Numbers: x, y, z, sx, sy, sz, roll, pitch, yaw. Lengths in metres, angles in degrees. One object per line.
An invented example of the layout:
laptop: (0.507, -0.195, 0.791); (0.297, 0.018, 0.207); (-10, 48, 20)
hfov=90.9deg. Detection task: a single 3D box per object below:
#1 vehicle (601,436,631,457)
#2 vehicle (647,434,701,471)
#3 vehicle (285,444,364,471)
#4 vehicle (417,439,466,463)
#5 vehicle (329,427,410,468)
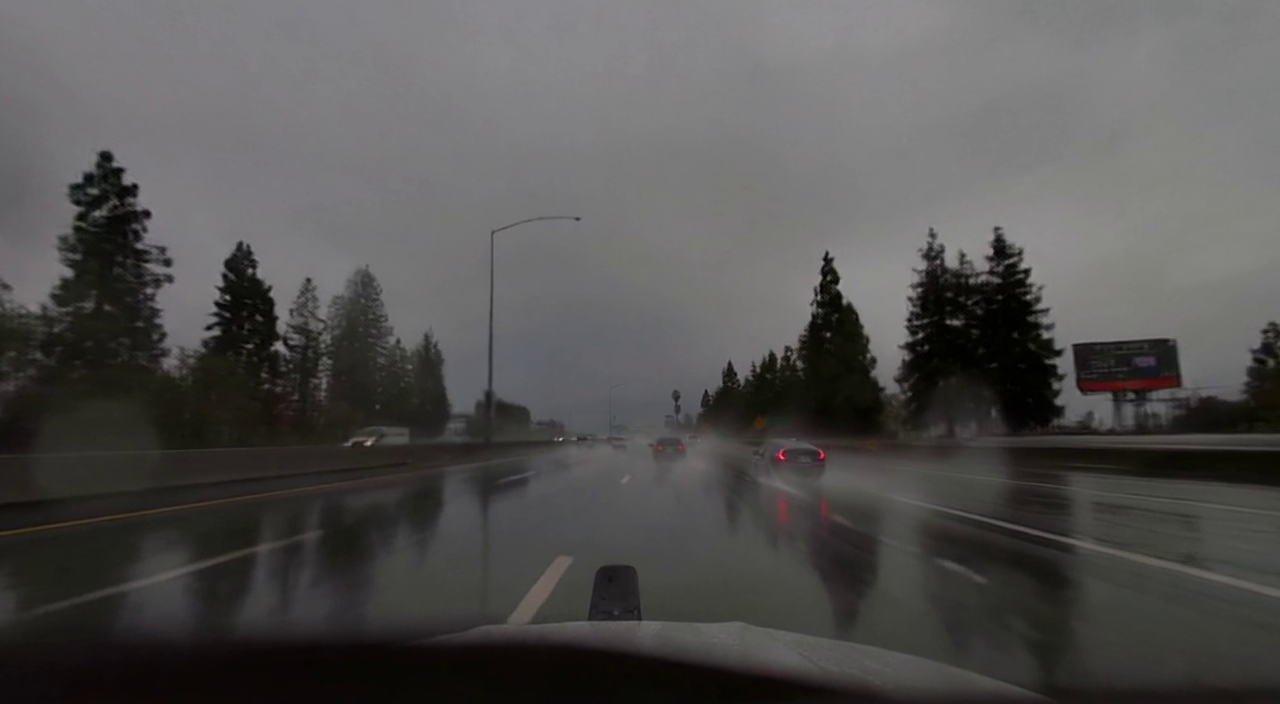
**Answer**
vehicle: (-1.815, 7.248, 48.593); (2.103, 1.512, 4.155); (0, -7, 1)
vehicle: (1.530, 4.742, 30.184); (2.240, 1.646, 4.949); (0, -7, -1)
vehicle: (-20.549, 6.844, 41.333); (2.493, 1.560, 4.946); (0, -7, 1)
vehicle: (-13.626, 6.779, 43.472); (1.858, 1.511, 4.027); (0, -7, 2)
vehicle: (-20.625, 7.289, 48.578); (2.734, 2.836, 7.380); (0, -7, 2)
